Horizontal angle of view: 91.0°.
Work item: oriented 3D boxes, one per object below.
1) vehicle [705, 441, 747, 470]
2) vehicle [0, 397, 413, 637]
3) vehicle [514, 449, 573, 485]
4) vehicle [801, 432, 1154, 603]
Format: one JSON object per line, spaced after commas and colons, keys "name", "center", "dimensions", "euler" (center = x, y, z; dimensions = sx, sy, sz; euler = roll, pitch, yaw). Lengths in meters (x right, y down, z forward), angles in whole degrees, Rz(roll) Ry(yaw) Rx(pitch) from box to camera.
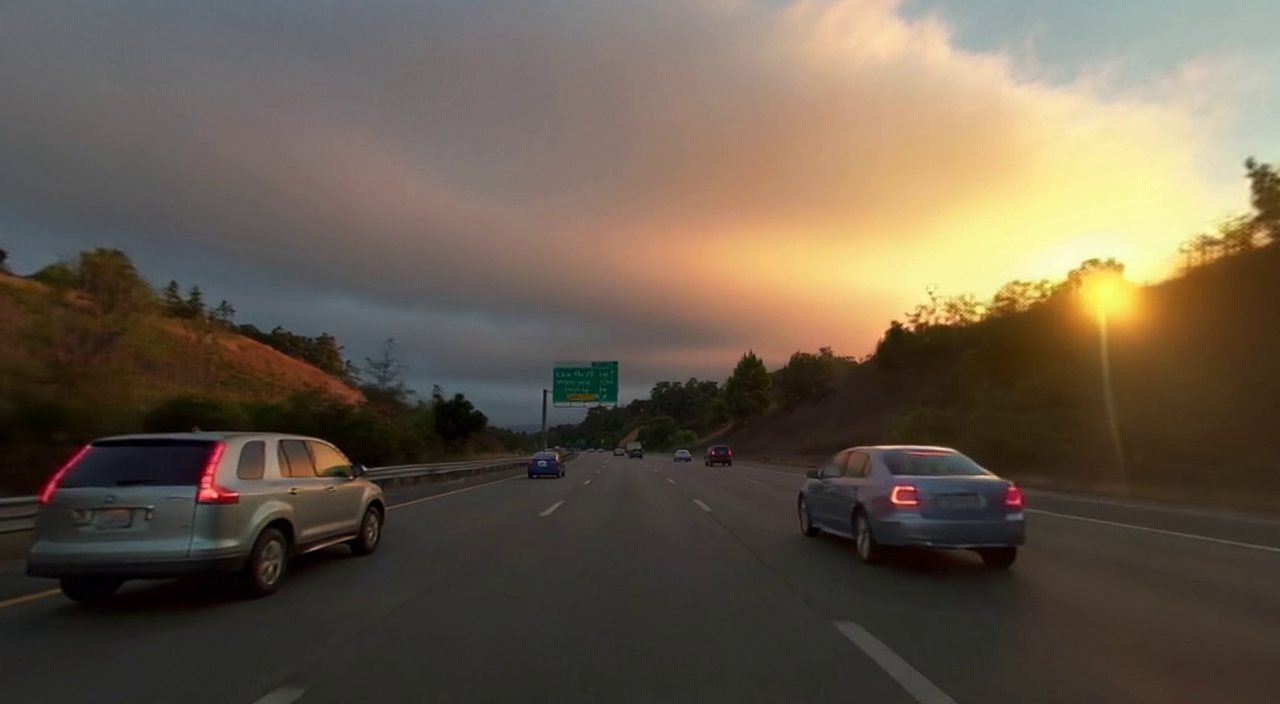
{"name": "vehicle", "center": [6.679, 8.087, 49.441], "dimensions": [2.378, 2.096, 5.119], "euler": [0, -9, -3]}
{"name": "vehicle", "center": [-4.303, 1.538, 6.819], "dimensions": [2.079, 1.745, 4.281], "euler": [0, -9, 0]}
{"name": "vehicle", "center": [-4.224, 5.101, 28.274], "dimensions": [2.009, 1.488, 4.289], "euler": [0, -9, 0]}
{"name": "vehicle", "center": [3.721, 1.890, 8.119], "dimensions": [2.120, 1.572, 4.344], "euler": [0, -9, 0]}
